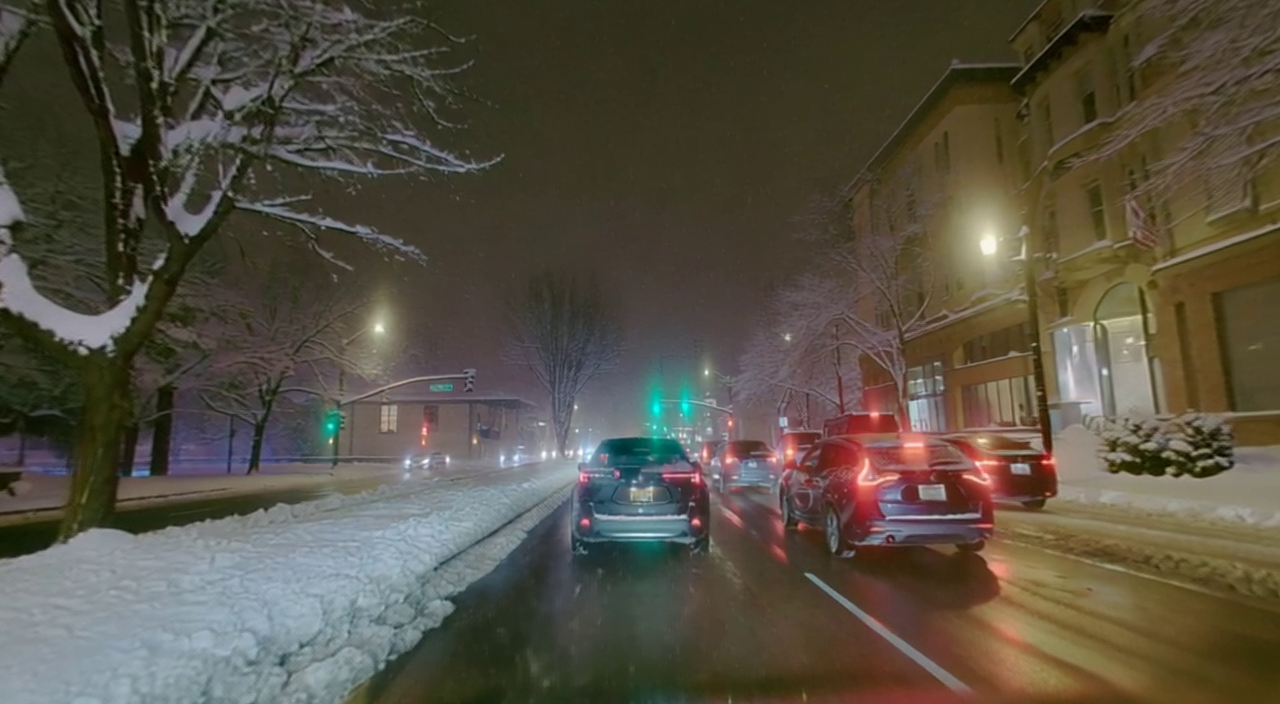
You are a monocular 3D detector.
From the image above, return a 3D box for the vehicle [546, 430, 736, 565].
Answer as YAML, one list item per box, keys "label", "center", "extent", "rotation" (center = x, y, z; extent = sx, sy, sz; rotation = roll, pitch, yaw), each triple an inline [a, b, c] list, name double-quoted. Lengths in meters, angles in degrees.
- label: "vehicle"
  center: [-0.037, 1.924, 9.132]
  extent: [2.105, 1.474, 4.127]
  rotation: [0, -8, -1]

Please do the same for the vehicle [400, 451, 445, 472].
- label: "vehicle"
  center: [-16.693, 8.389, 48.724]
  extent: [1.864, 1.489, 4.346]
  rotation: [0, -8, 0]

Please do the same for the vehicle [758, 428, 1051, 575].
- label: "vehicle"
  center: [3.131, 1.859, 8.770]
  extent: [1.995, 1.483, 4.533]
  rotation: [0, -8, -2]
